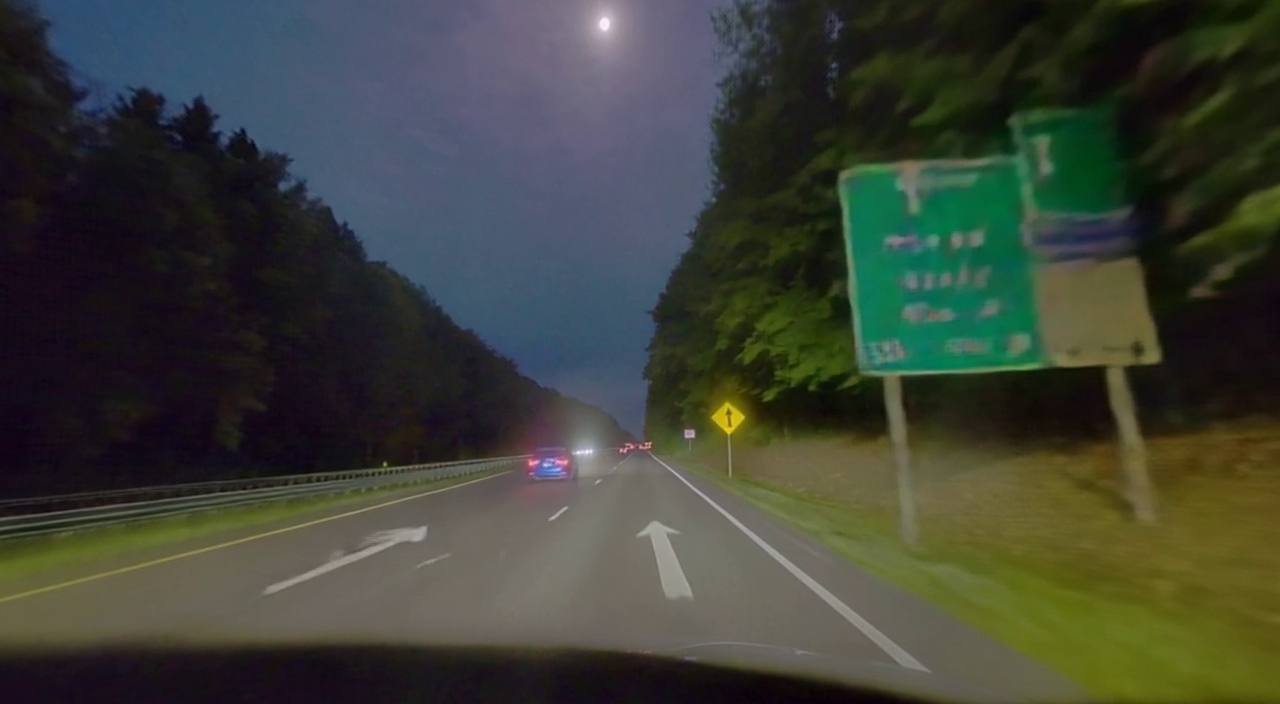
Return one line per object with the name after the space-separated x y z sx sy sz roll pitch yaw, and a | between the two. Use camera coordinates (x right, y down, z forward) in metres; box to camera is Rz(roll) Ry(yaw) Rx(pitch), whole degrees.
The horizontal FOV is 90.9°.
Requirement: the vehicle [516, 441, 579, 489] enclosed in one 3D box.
-3.204 3.977 22.461 1.675 1.537 3.574 -1 -9 1 | vehicle
